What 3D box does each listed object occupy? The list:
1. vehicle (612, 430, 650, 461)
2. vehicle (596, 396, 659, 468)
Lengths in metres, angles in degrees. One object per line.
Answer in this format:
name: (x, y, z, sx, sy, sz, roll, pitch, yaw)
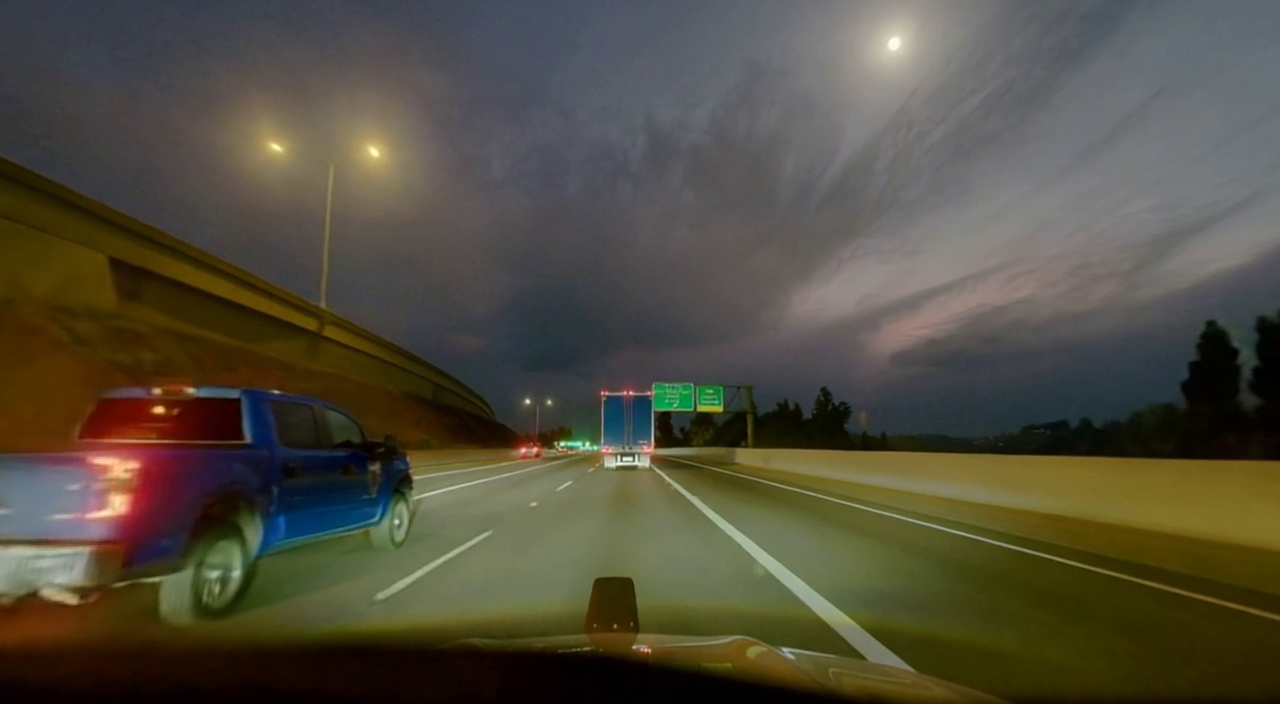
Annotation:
vehicle: (-0.548, 5.298, 35.839, 2.052, 1.666, 4.358, 0, -8, -2)
vehicle: (-0.626, 5.020, 38.519, 3.233, 3.678, 11.032, 1, -9, 0)
